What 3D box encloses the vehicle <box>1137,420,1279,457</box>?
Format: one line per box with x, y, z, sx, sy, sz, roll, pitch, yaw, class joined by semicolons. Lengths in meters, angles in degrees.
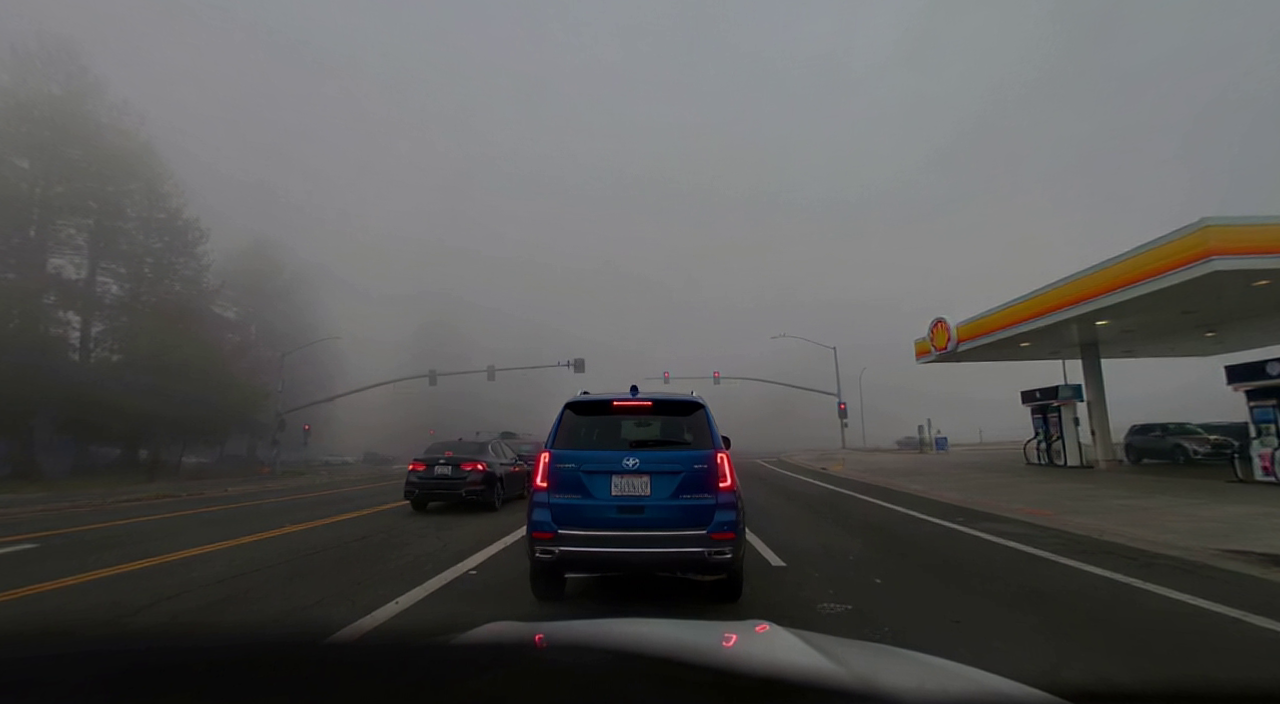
25.933;3.967;28.782;4.551;1.616;1.973;-2;-9;11;vehicle

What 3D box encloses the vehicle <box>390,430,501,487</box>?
-6.651;3.704;22.191;2.065;1.753;4.525;-1;-9;6;vehicle

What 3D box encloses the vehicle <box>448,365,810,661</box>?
0.012;1.314;6.137;2.236;1.819;4.291;-1;-9;3;vehicle
